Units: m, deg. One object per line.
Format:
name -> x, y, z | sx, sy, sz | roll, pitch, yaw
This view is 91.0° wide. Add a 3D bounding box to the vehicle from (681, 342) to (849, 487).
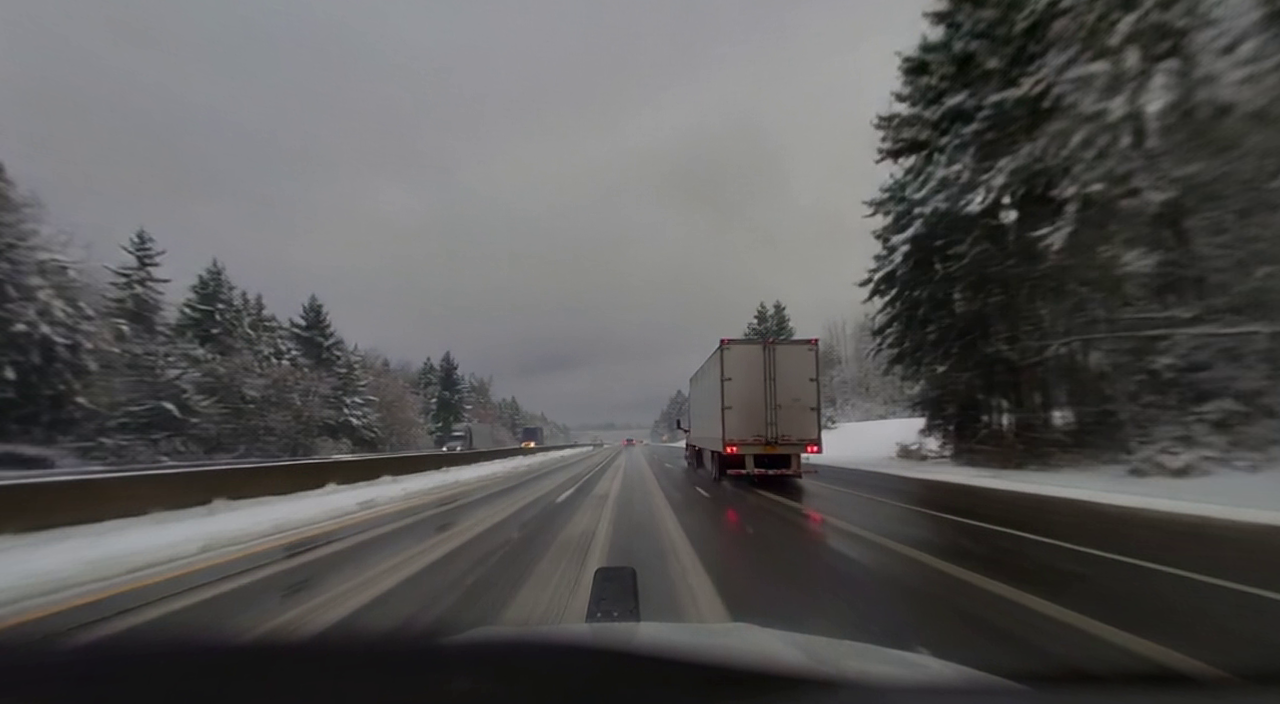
vehicle -> 4.091, 2.790, 25.486 | 3.489, 4.211, 14.193 | 0, -8, -2
